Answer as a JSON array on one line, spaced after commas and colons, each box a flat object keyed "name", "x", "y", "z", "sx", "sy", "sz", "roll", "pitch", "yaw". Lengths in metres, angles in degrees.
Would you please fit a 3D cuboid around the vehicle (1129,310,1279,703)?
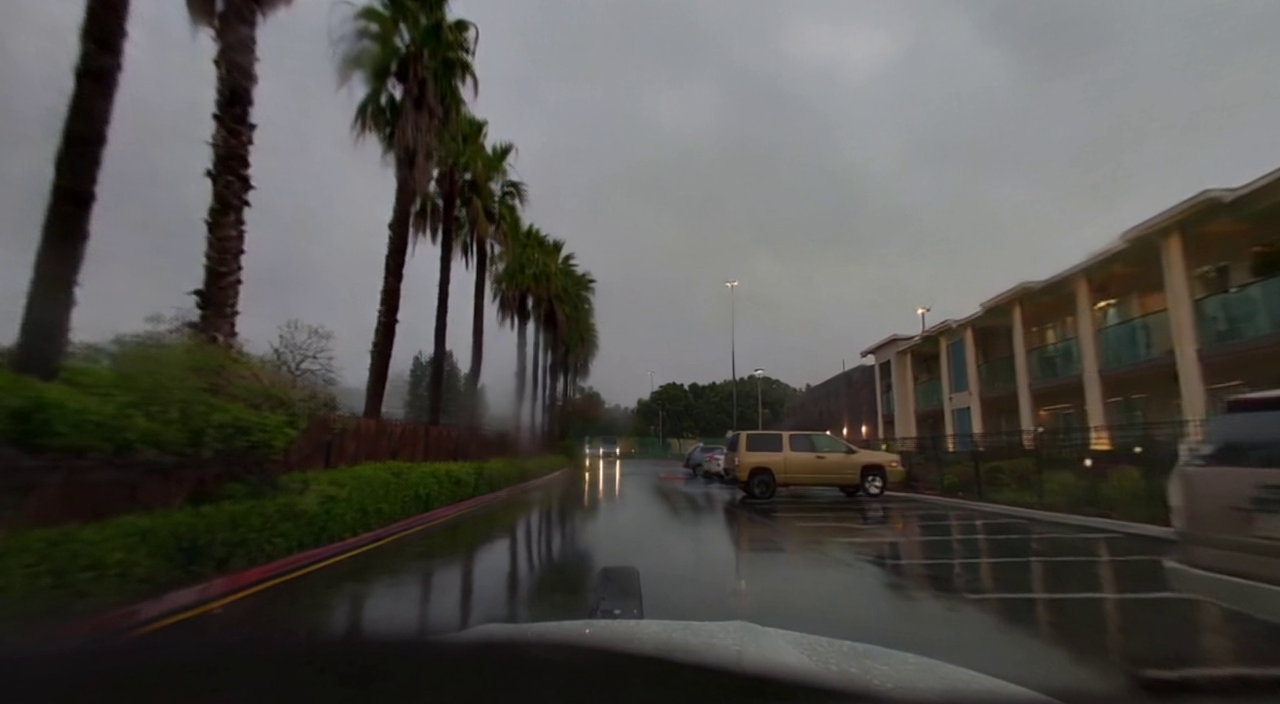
[{"name": "vehicle", "x": 5.351, "y": 0.803, "z": 2.745, "sx": 4.691, "sy": 1.877, "sz": 1.959, "roll": 2, "pitch": -9, "yaw": 4}]

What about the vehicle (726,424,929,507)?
[{"name": "vehicle", "x": 4.660, "y": 2.892, "z": 16.205, "sx": 4.609, "sy": 1.734, "sz": 1.909, "roll": 3, "pitch": -9, "yaw": 0}]
